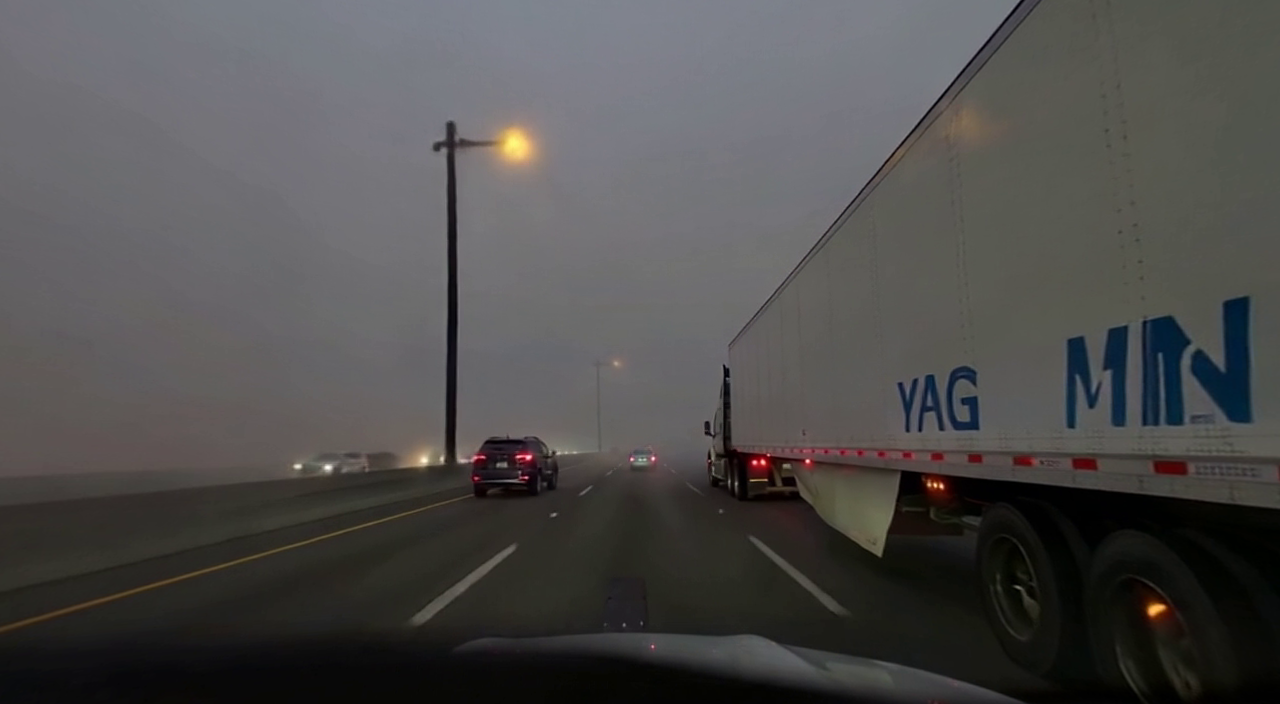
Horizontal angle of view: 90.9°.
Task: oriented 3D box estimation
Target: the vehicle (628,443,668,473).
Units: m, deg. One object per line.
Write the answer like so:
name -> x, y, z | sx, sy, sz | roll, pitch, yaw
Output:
vehicle -> 0.404, 5.707, 34.215 | 2.063, 1.469, 4.208 | 0, -9, 0

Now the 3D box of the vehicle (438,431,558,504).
vehicle -> -3.725, 3.149, 17.648 | 2.091, 1.722, 4.974 | -1, -9, 1

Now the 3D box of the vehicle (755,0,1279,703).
vehicle -> 3.867, 0.280, 7.041 | 2.821, 4.077, 12.562 | 0, -9, 0

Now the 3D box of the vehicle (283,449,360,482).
vehicle -> -19.080, 6.787, 38.069 | 2.101, 1.782, 4.793 | 0, -9, 0
